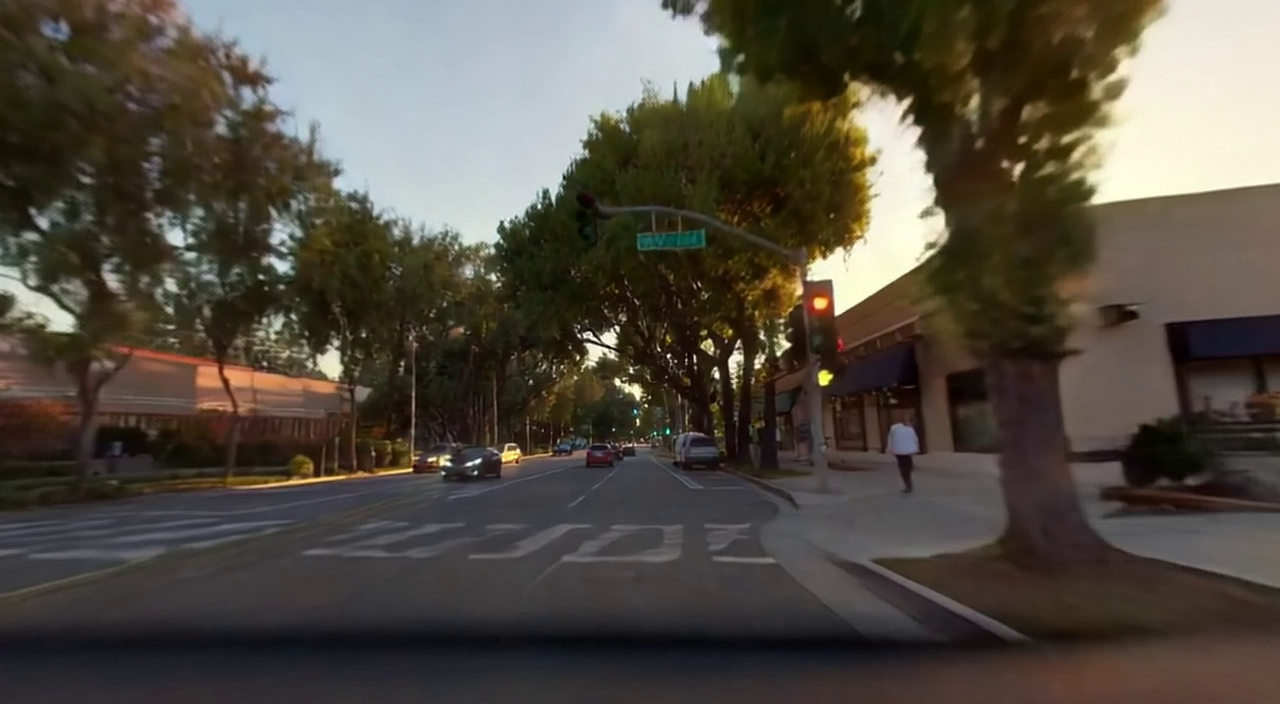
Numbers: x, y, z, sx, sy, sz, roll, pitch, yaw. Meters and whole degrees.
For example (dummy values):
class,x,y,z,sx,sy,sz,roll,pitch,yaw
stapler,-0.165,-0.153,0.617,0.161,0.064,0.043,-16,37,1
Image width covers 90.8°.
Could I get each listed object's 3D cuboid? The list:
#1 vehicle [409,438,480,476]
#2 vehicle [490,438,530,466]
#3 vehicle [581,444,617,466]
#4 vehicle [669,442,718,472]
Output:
class,x,y,z,sx,sy,sz,roll,pitch,yaw
vehicle,-10.155,5.465,33.269,2.116,1.817,4.964,0,-8,1
vehicle,-10.104,7.808,49.506,2.088,2.031,4.616,0,-8,1
vehicle,-2.885,7.349,45.296,2.122,1.469,4.388,0,-8,2
vehicle,2.772,5.588,33.829,2.034,1.491,4.618,0,-8,-3
